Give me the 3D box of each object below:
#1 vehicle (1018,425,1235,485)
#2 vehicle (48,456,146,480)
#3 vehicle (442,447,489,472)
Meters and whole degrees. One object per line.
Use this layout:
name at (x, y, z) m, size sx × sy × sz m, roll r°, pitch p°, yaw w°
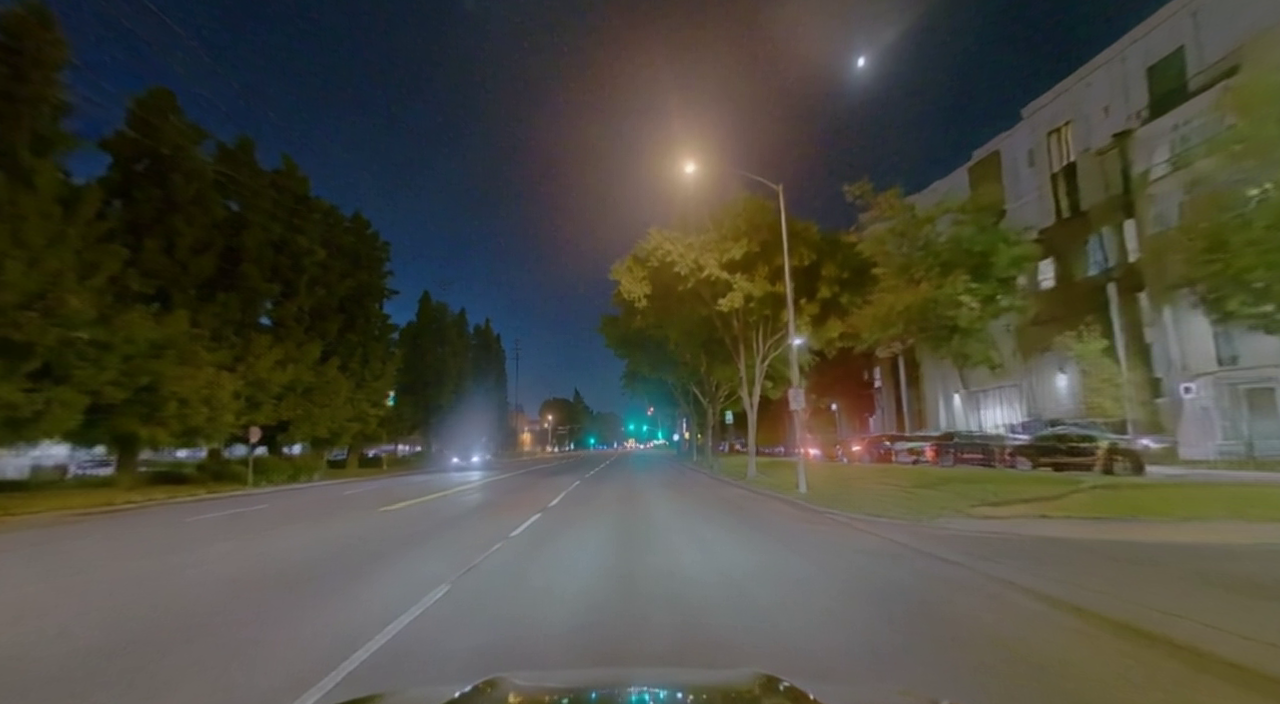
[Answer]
vehicle at (14.221, 3.019, 18.641) m, size 4.854 × 1.649 × 1.886 m, roll 0°, pitch -8°, yaw -2°
vehicle at (-39.674, 8.450, 46.153) m, size 5.232 × 1.633 × 1.950 m, roll 0°, pitch -8°, yaw -3°
vehicle at (-12.133, 7.483, 44.131) m, size 2.096 × 1.509 × 4.666 m, roll -1°, pitch -8°, yaw -1°
